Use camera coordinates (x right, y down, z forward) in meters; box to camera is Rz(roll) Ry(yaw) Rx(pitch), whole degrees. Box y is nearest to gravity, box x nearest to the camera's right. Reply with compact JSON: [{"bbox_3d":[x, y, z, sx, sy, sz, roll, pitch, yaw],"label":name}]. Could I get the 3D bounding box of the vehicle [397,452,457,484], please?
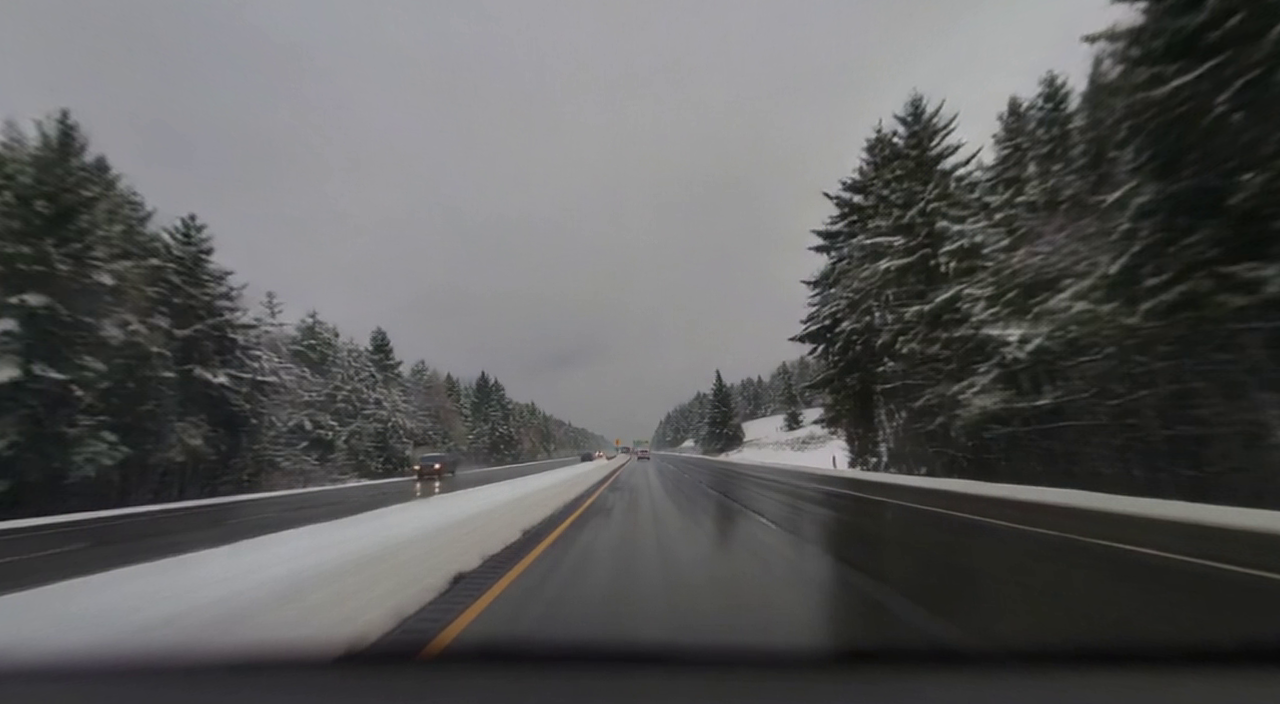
[{"bbox_3d":[-13.937,7.570,41.613,2.127,1.936,4.888,0,-9,1],"label":"vehicle"}]
